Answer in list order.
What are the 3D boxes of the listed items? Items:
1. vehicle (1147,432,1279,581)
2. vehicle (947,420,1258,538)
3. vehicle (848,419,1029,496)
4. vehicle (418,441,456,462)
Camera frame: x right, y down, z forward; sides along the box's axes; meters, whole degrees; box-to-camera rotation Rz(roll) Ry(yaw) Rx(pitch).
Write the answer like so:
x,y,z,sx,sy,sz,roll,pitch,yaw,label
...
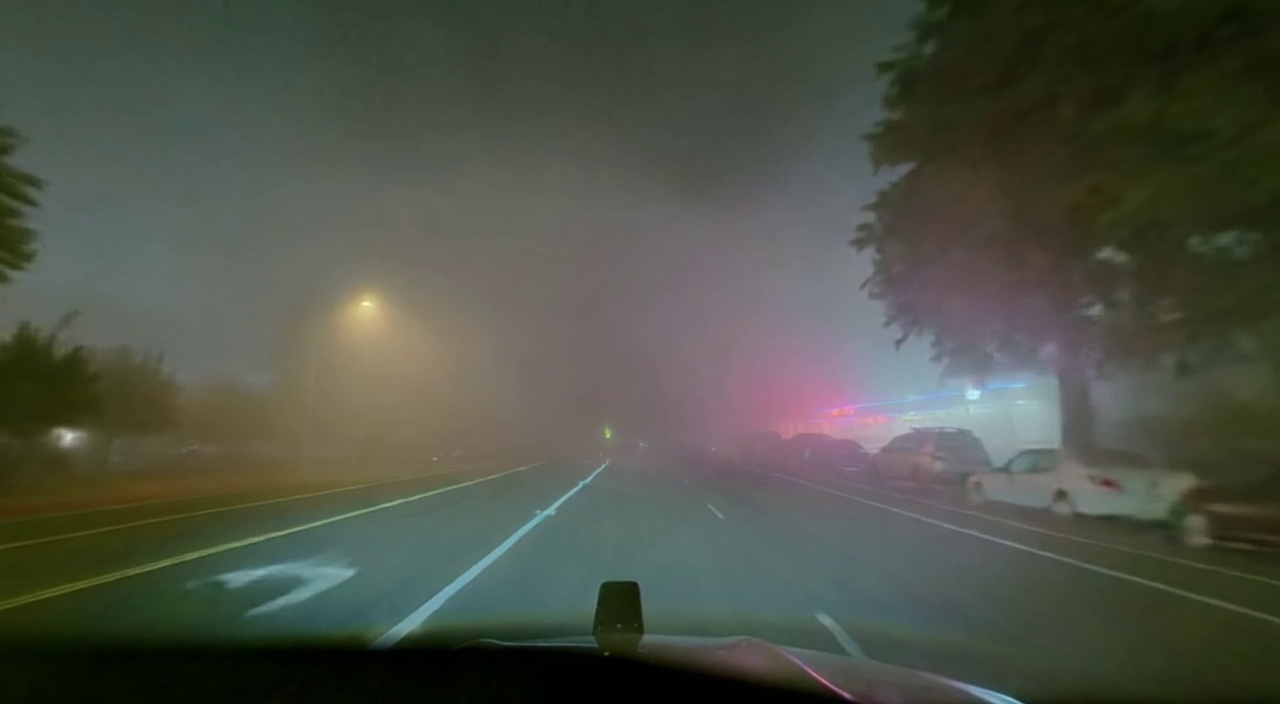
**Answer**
x,y,z,sx,sy,sz,roll,pitch,yaw,label
7.456,1.464,5.763,2.057,1.478,4.356,0,-8,1,vehicle
7.642,2.128,11.211,2.205,1.658,4.404,0,-8,1,vehicle
7.548,2.749,16.749,2.095,1.693,5.173,0,-8,-2,vehicle
-15.587,7.664,48.699,2.027,1.470,4.550,1,-9,-8,vehicle
